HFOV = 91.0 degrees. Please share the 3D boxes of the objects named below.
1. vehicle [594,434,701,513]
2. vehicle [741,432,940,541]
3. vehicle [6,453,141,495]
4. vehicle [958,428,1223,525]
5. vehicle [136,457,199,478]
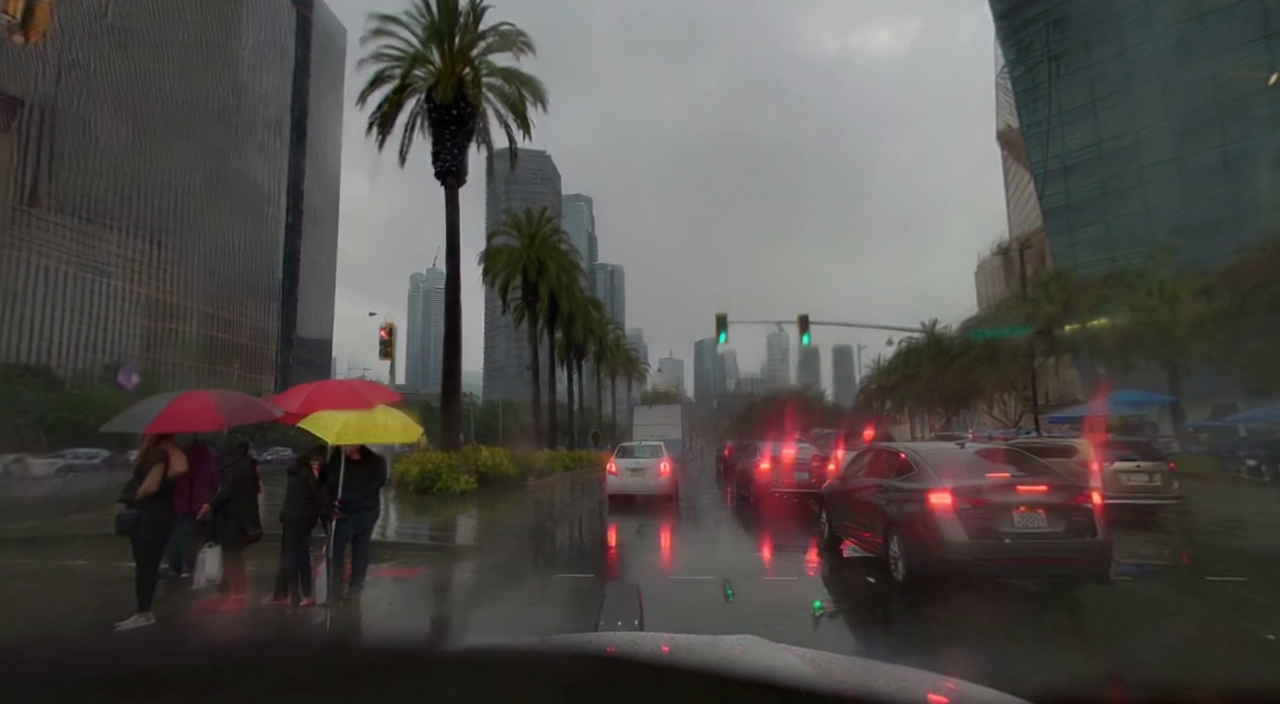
[{"bbox_3d":[0.179,2.618,14.003,2.048,1.503,3.681,0,-9,1],"label":"vehicle"},{"bbox_3d":[3.093,2.165,10.838,1.913,1.469,4.425,0,-9,-1],"label":"vehicle"},{"bbox_3d":[-26.693,5.721,29.961,2.105,1.793,4.812,0,-9,-3],"label":"vehicle"},{"bbox_3d":[8.174,2.278,12.055,1.859,1.508,4.259,0,-9,-1],"label":"vehicle"},{"bbox_3d":[-36.823,8.991,49.221,1.700,1.527,4.445,1,-9,-4],"label":"vehicle"}]
